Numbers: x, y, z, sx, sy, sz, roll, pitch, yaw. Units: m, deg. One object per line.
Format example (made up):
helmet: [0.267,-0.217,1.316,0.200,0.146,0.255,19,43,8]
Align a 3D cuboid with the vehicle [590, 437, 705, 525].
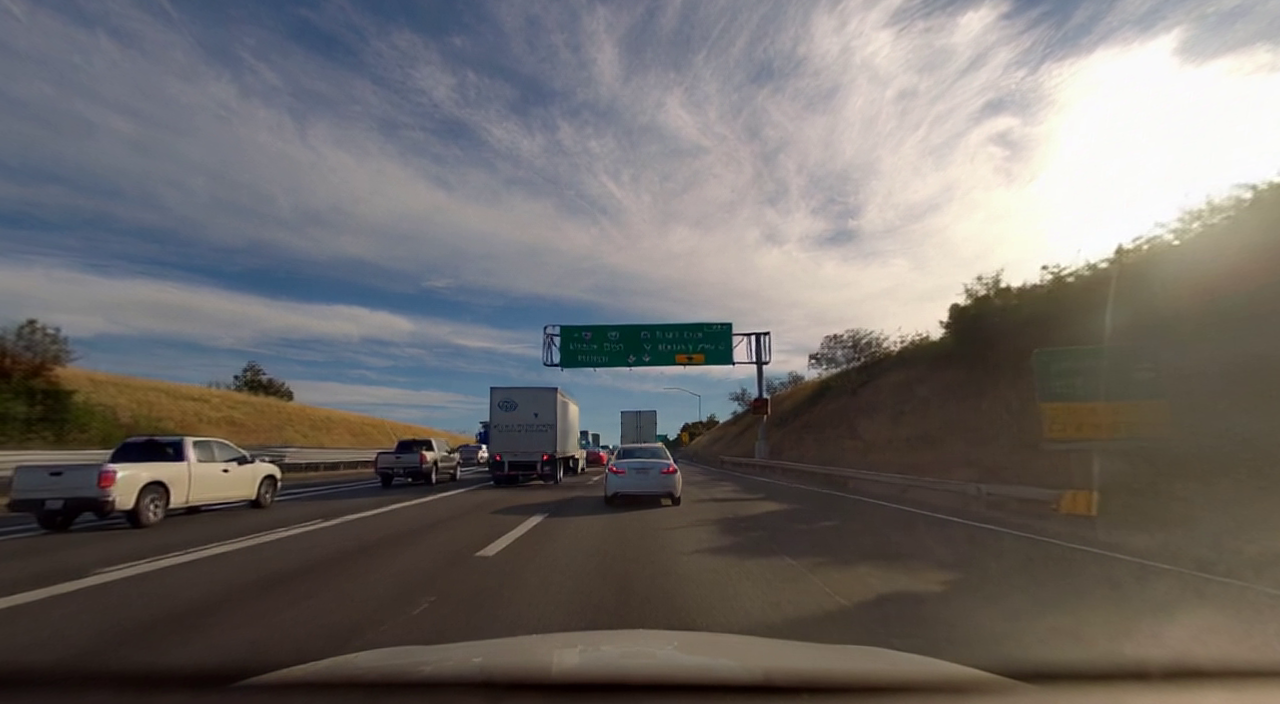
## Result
vehicle: [0.088,2.521,12.769,1.995,1.495,3.380,0,-9,-1]

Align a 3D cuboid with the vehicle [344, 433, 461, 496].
vehicle: [-7.342,3.525,20.051,1.952,1.746,4.332,-1,-9,1]

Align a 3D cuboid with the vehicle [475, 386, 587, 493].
vehicle: [-3.744,3.311,23.615,2.812,3.342,7.248,0,-9,1]

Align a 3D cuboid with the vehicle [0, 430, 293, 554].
vehicle: [-7.906,2.115,10.228,1.879,1.521,4.623,-1,-9,1]
